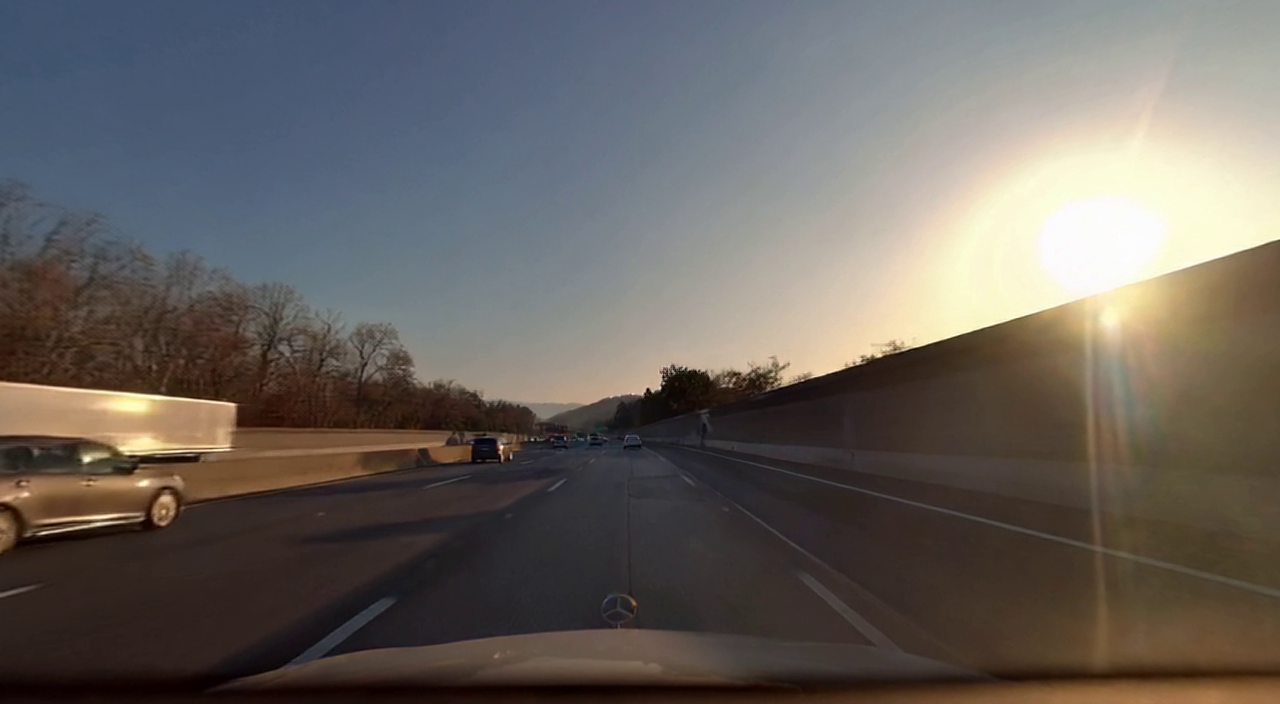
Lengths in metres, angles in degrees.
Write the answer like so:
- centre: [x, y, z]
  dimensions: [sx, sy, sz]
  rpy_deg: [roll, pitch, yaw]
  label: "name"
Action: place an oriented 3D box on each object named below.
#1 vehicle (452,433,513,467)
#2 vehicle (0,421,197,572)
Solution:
- centre: [-7.652, 4.783, 30.951]
  dimensions: [1.972, 1.532, 4.222]
  rpy_deg: [0, -8, -1]
  label: "vehicle"
- centre: [-7.484, 1.522, 6.783]
  dimensions: [2.003, 1.523, 4.741]
  rpy_deg: [0, -8, -1]
  label: "vehicle"
